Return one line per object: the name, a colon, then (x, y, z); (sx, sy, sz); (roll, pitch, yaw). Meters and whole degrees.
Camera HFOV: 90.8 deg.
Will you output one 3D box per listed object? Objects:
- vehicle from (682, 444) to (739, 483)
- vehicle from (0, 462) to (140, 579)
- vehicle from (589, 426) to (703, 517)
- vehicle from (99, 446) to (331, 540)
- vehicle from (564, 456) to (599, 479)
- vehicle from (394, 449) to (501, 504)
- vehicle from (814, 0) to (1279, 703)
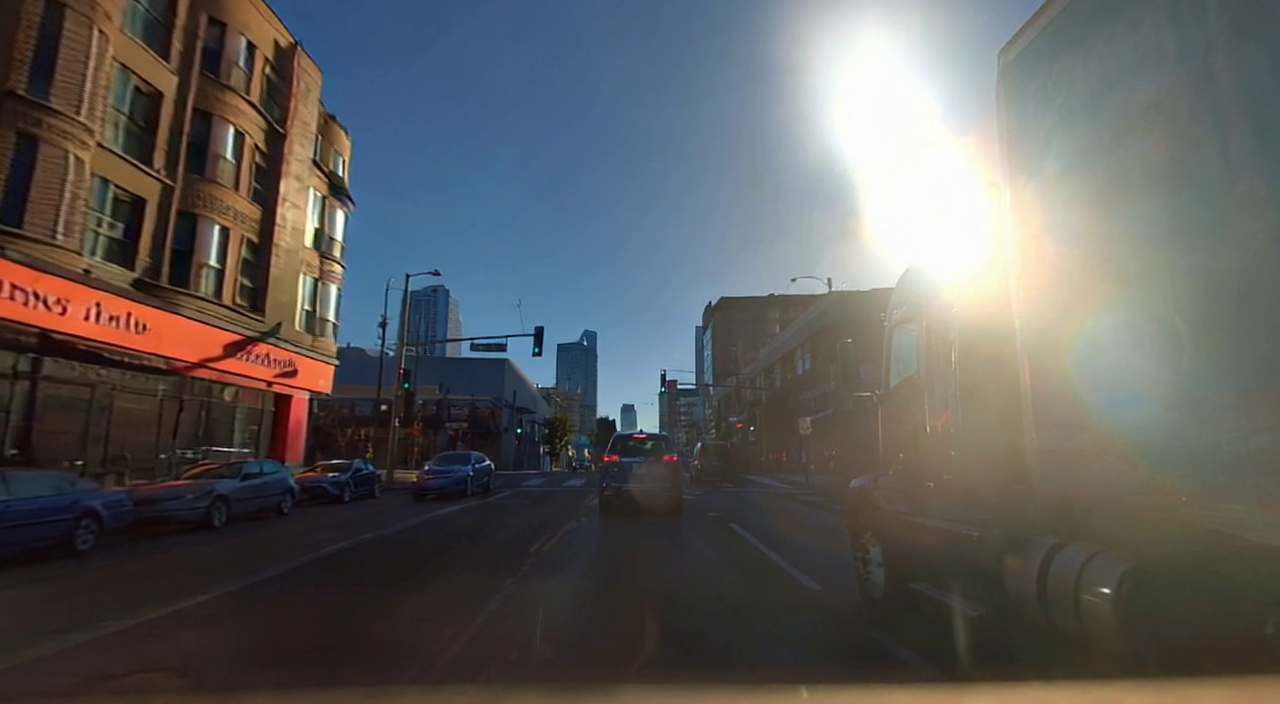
vehicle: (3.251, 5.248, 30.138); (2.159, 1.696, 4.316); (0, -8, -1)
vehicle: (-8.817, 2.122, 7.841); (1.805, 1.379, 4.359); (0, -8, -3)
vehicle: (0.178, 2.735, 14.994); (2.283, 1.783, 4.548); (0, -8, 1)
vehicle: (-8.965, 2.943, 13.954); (2.084, 1.686, 4.422); (0, -8, -1)
vehicle: (-4.115, 8.213, 45.180); (2.152, 1.459, 4.484); (0, -8, 0)
vehicle: (-5.912, 3.853, 20.051); (1.947, 1.462, 4.640); (0, -8, 0)
vehicle: (3.298, -0.217, 1.410); (2.913, 3.771, 9.716); (0, -8, -1)
